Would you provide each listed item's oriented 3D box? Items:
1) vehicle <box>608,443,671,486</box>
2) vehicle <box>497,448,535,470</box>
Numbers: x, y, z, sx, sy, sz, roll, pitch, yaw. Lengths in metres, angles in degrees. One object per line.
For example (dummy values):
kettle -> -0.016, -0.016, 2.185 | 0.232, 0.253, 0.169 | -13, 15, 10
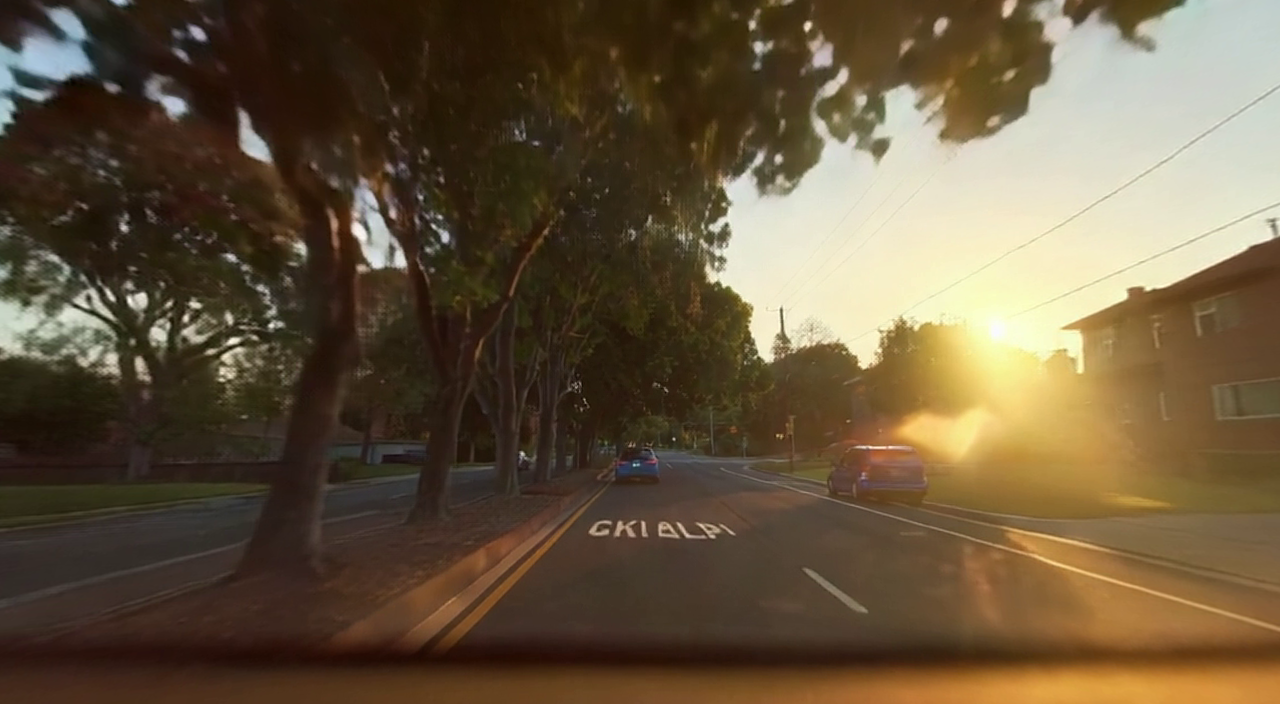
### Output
vehicle -> -0.034, 4.255, 24.230 | 2.158, 1.469, 4.909 | 0, -9, 0
vehicle -> -9.032, 7.801, 46.278 | 1.945, 1.530, 3.740 | -1, -9, 2
